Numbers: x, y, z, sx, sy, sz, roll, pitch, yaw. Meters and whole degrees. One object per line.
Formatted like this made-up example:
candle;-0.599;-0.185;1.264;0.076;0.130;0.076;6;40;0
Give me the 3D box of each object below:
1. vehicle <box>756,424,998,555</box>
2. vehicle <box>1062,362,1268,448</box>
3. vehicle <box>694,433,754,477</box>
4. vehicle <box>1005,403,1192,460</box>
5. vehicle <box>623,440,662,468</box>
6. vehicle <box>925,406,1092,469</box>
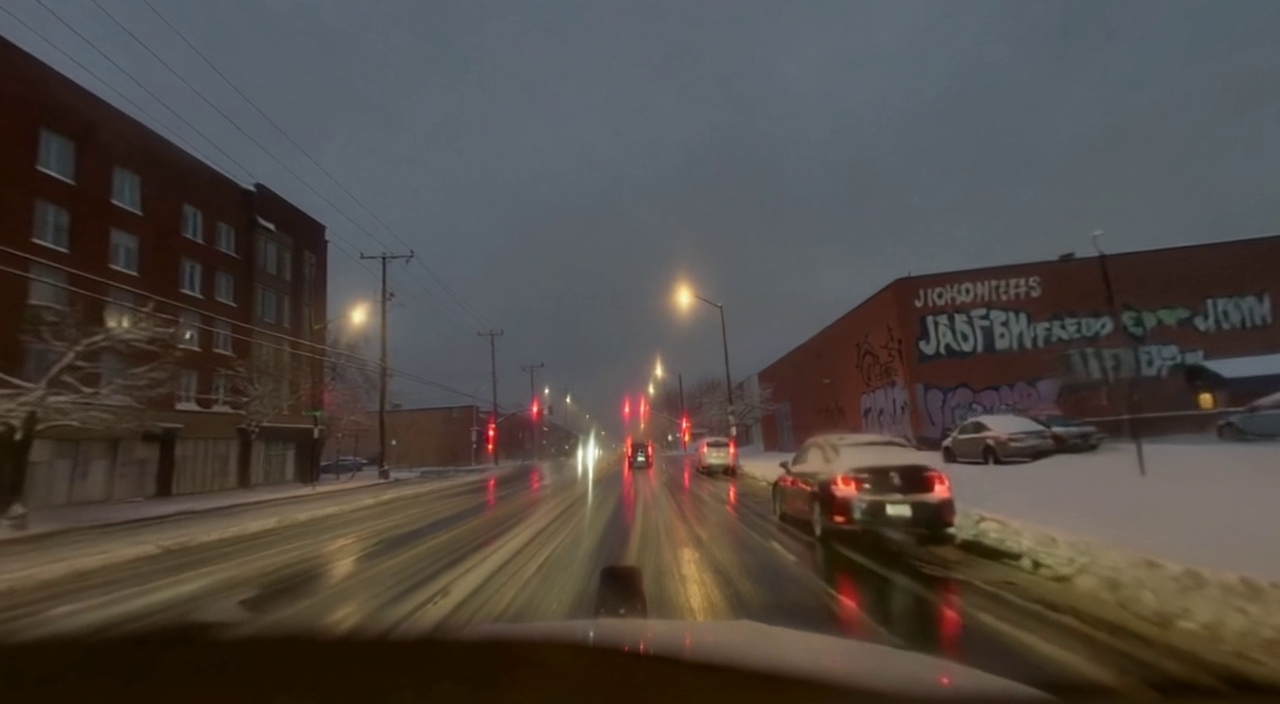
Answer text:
vehicle;3.212;1.962;9.626;2.062;1.535;4.206;0;-9;0
vehicle;15.530;1.749;19.056;1.969;2.282;4.731;0;-9;-1
vehicle;3.496;4.396;26.921;1.938;1.714;4.402;0;-9;-1
vehicle;13.246;2.406;18.617;1.819;1.450;4.707;0;-9;-3
vehicle;0.140;5.883;36.373;2.153;1.505;4.452;0;-9;0
vehicle;10.863;2.607;19.053;1.956;1.514;4.862;-4;-8;-2
